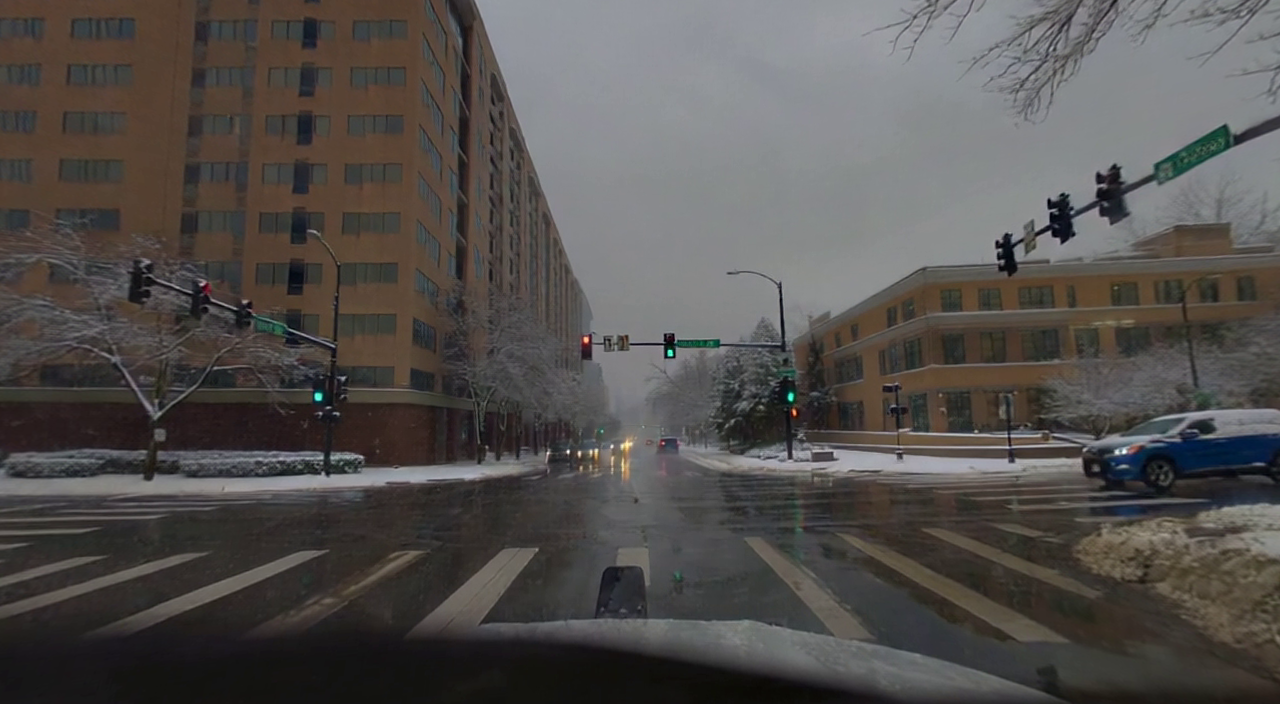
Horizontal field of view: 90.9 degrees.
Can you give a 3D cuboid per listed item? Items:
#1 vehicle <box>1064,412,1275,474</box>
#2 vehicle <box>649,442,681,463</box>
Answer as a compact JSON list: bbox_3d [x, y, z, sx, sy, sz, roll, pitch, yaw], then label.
[{"bbox_3d":[16.921,2.943,20.400,4.802,1.860,2.146,0,-8,0],"label":"vehicle"},{"bbox_3d":[1.814,7.583,47.830,2.039,1.470,4.355,0,-8,-3],"label":"vehicle"}]
